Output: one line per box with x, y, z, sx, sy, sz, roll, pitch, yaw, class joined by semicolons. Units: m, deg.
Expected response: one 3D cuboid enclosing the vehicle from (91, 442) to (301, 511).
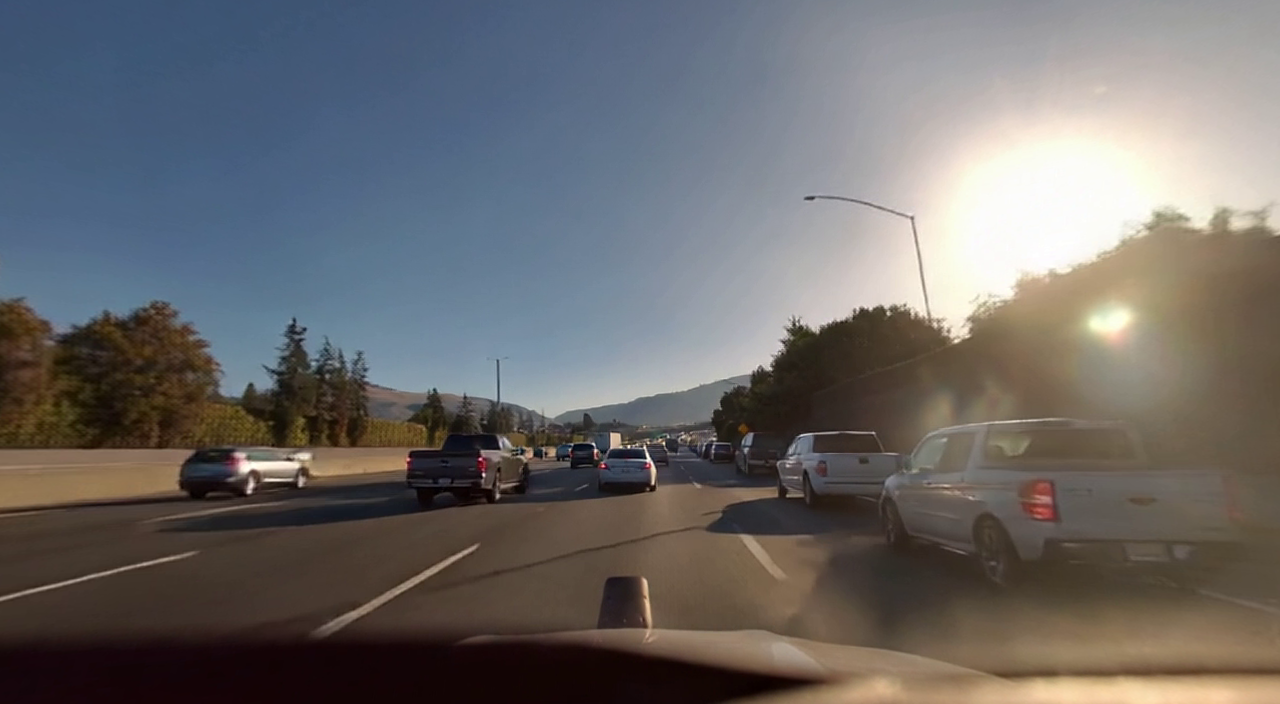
-11.108;3.100;16.318;1.907;1.508;4.608;0;-8;3;vehicle

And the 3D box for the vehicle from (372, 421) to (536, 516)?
-4.051;2.669;15.026;2.110;1.811;5.585;0;-8;1;vehicle

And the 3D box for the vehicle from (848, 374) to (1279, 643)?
3.958;1.378;6.586;2.003;1.778;4.658;0;-8;1;vehicle

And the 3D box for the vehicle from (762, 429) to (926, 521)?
3.955;2.458;13.157;1.984;1.567;4.475;0;-8;1;vehicle

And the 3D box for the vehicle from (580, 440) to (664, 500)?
-0.420;3.212;17.589;2.070;1.456;4.029;0;-8;1;vehicle
